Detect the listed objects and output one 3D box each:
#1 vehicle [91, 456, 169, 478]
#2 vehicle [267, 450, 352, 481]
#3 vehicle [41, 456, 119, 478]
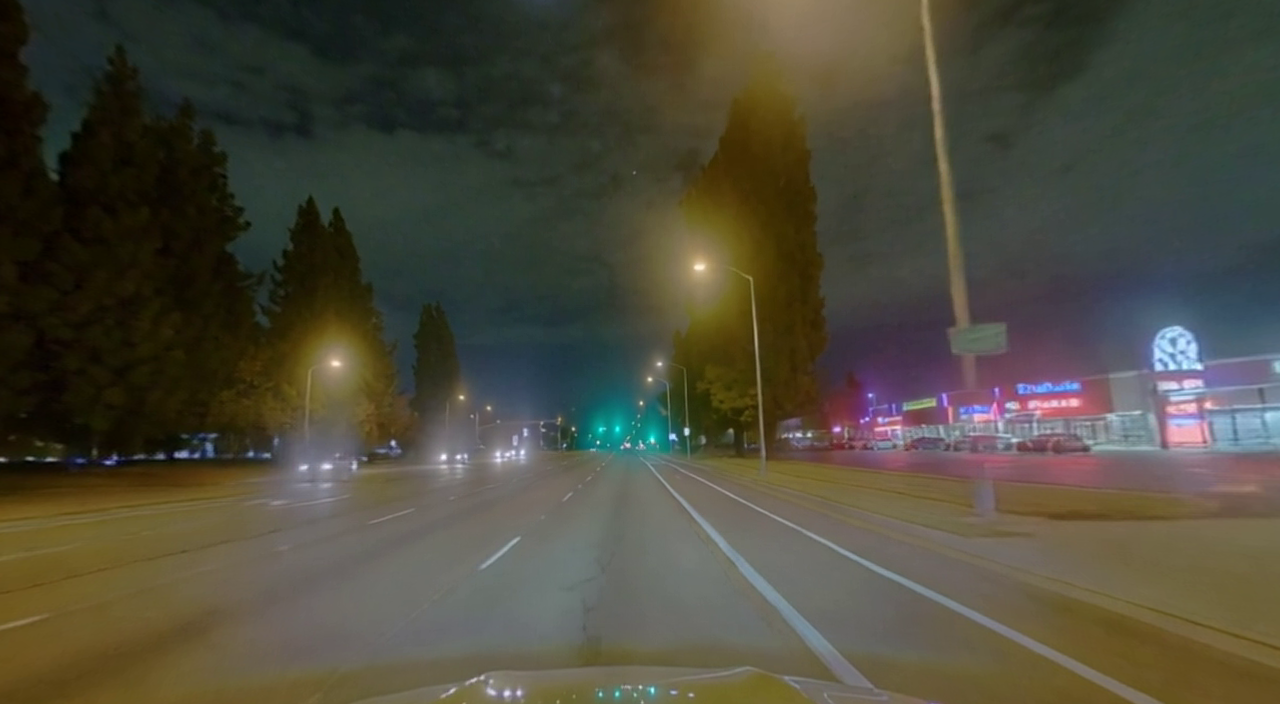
[{"bbox_3d":[-38.289,8.630,47.402,1.844,1.492,4.374,-1,-9,9],"label":"vehicle"},{"bbox_3d":[-17.405,5.957,33.461,2.021,1.507,4.664,0,-9,-1],"label":"vehicle"},{"bbox_3d":[-42.447,8.717,47.832,1.818,1.491,4.263,0,-8,3],"label":"vehicle"}]
